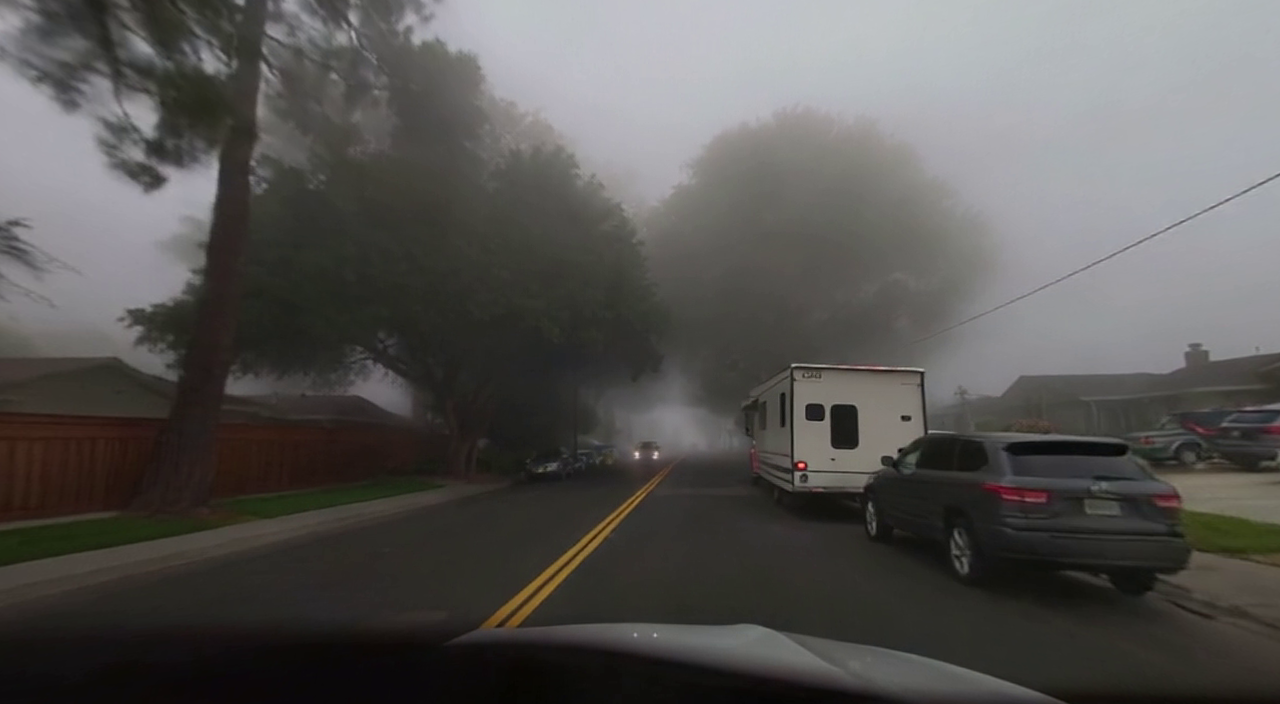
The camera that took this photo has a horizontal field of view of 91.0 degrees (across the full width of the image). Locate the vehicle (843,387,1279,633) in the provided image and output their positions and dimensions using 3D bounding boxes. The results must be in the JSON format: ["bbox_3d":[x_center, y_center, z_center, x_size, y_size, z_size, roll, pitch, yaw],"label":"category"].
[{"bbox_3d":[3.904,1.502,7.038,1.980,1.782,4.627,-1,-8,4],"label":"vehicle"}]

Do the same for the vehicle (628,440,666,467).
[{"bbox_3d":[0.563,7.005,43.662,2.194,1.763,4.288,-1,-8,7],"label":"vehicle"}]

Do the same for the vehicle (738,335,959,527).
[{"bbox_3d":[4.604,2.187,16.950,3.052,3.440,11.052,-1,-8,5],"label":"vehicle"}]
